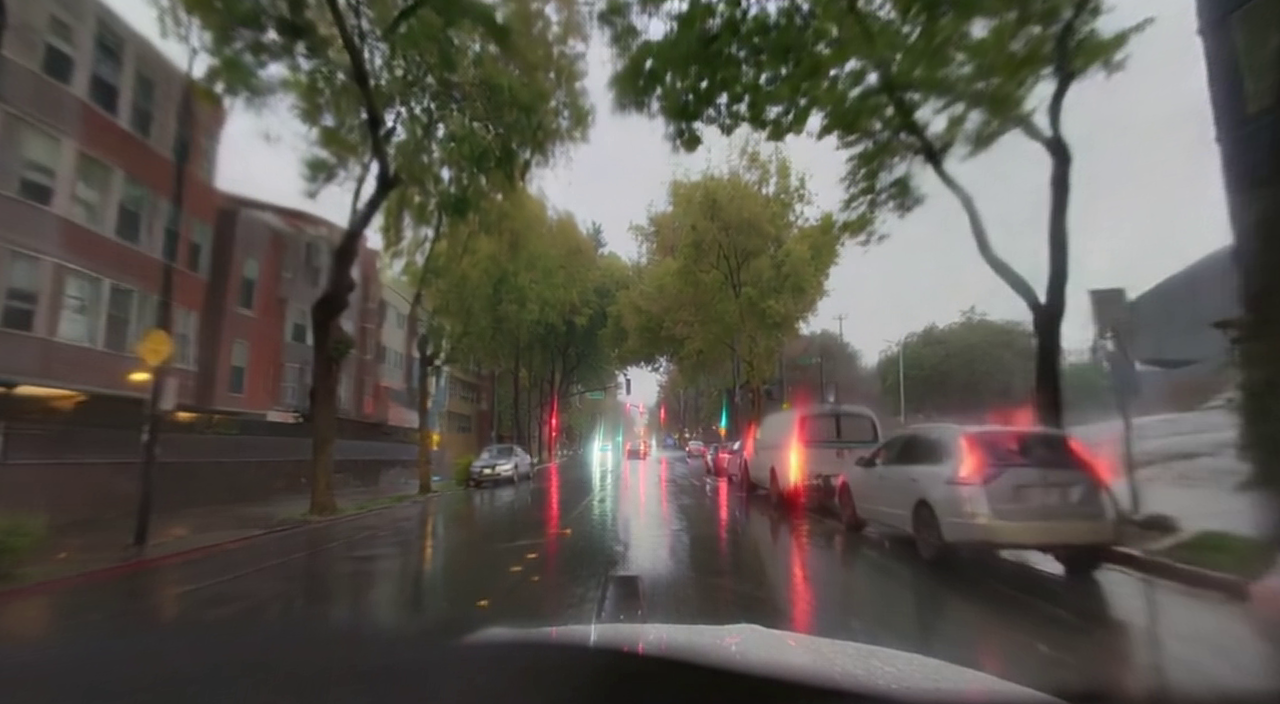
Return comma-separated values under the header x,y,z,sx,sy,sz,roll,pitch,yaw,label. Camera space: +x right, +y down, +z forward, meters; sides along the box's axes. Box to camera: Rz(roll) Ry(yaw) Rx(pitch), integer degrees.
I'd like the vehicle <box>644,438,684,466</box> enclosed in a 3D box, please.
x,y,z,sx,sy,sz,roll,pitch,yaw,label
1.537,6.174,39.188,2.111,1.619,4.077,-1,-9,8,vehicle

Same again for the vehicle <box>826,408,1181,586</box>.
x,y,z,sx,sy,sz,roll,pitch,yaw,label
3.941,1.631,7.899,1.871,1.603,4.161,0,-9,-1,vehicle

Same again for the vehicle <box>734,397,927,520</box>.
x,y,z,sx,sy,sz,roll,pitch,yaw,label
3.615,2.213,13.518,2.356,2.043,5.791,0,-8,0,vehicle

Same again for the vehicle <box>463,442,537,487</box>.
x,y,z,sx,sy,sz,roll,pitch,yaw,label
-5.931,4.830,27.407,2.013,1.772,4.439,-1,-9,2,vehicle

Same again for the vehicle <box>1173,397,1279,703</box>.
x,y,z,sx,sy,sz,roll,pitch,yaw,label
3.747,0.646,0.718,2.066,1.494,4.843,0,-8,0,vehicle

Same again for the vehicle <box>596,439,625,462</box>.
x,y,z,sx,sy,sz,roll,pitch,yaw,label
-2.287,7.744,49.971,1.979,1.723,3.849,-1,-8,2,vehicle
